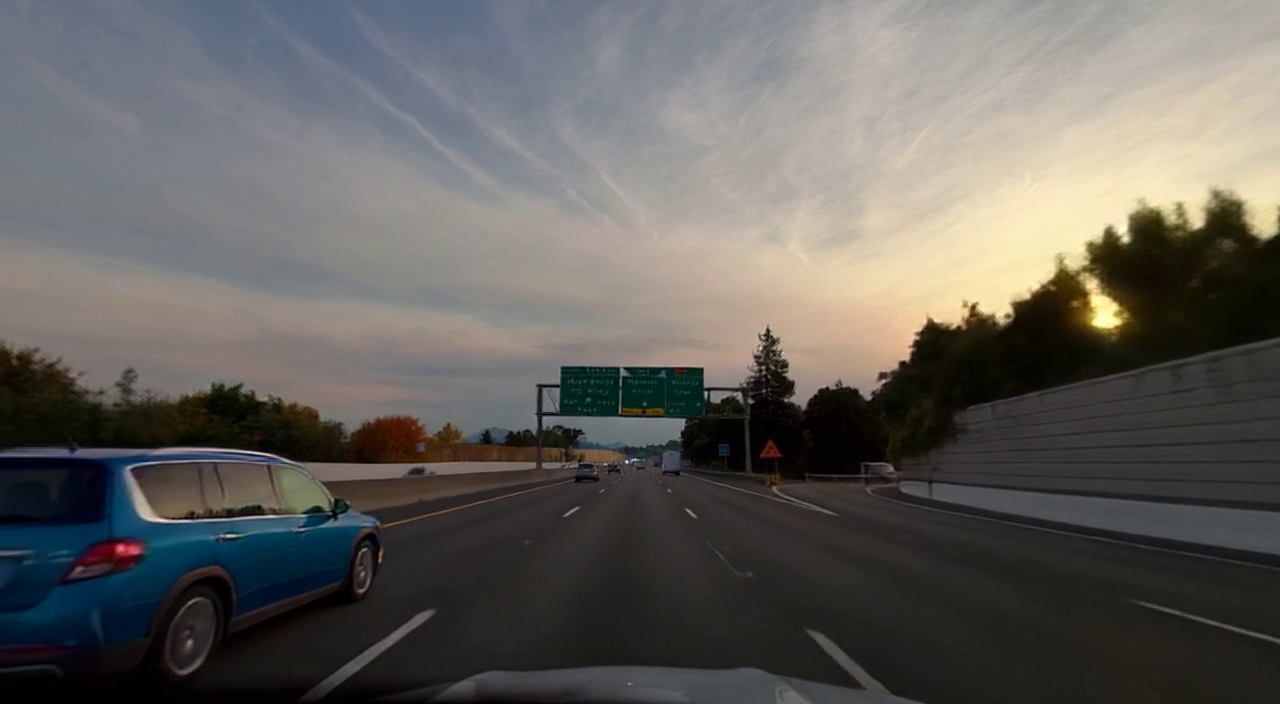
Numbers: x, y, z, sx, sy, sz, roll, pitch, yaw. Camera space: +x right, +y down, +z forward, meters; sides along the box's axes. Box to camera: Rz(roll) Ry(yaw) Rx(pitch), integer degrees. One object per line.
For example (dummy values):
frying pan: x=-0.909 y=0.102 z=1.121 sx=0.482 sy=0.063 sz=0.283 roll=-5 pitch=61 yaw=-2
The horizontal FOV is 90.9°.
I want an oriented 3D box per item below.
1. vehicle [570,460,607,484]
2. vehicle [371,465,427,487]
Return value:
vehicle: x=-3.422 y=8.129 z=42.703 sx=2.045 sy=1.487 sz=4.582 roll=1 pitch=-10 yaw=1
vehicle: x=-15.375 y=7.955 z=40.455 sx=1.775 sy=1.279 sz=4.511 roll=1 pitch=-10 yaw=1
